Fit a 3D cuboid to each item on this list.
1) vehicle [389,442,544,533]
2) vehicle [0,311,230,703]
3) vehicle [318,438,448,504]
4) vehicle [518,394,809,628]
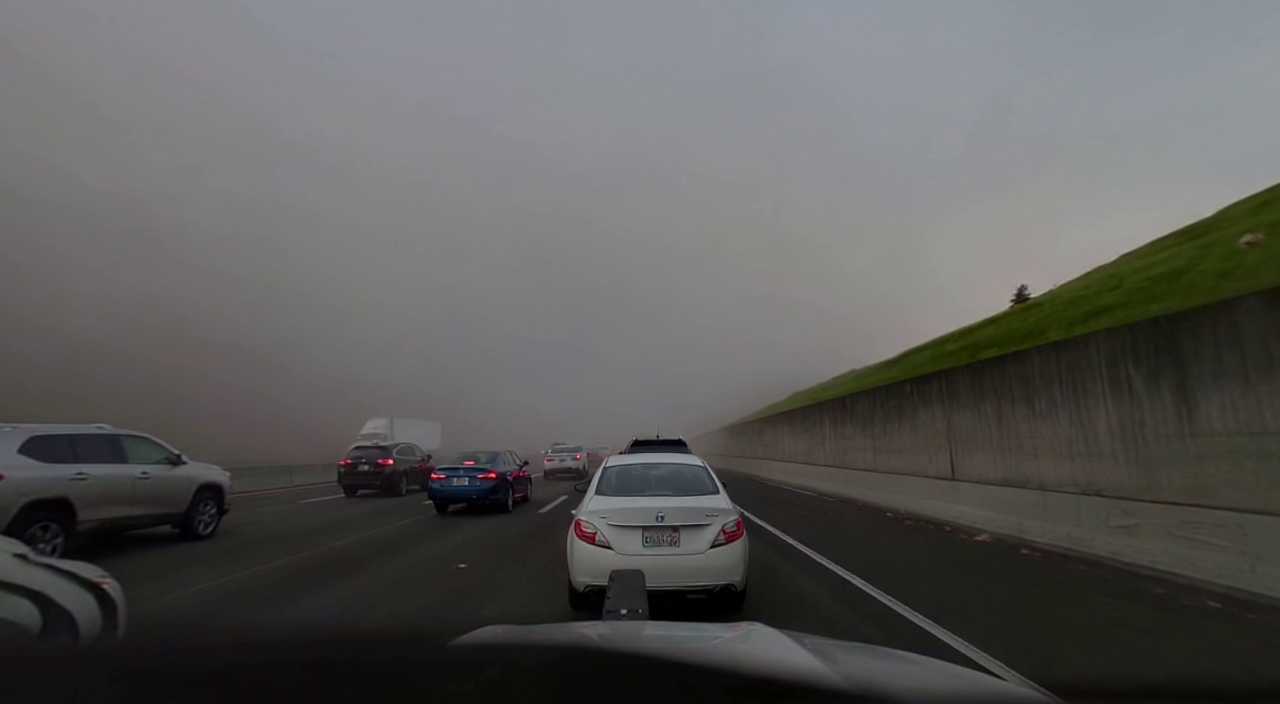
[{"bbox_3d":[-3.228,2.598,12.680,1.917,1.506,3.949,0,-9,1],"label":"vehicle"},{"bbox_3d":[-3.505,0.622,1.256,2.085,1.893,4.880,0,-9,0],"label":"vehicle"},{"bbox_3d":[-7.521,3.515,19.071,1.986,1.700,4.558,0,-9,0],"label":"vehicle"},{"bbox_3d":[0.131,1.620,7.534,2.210,1.760,5.303,0,-9,-1],"label":"vehicle"}]
